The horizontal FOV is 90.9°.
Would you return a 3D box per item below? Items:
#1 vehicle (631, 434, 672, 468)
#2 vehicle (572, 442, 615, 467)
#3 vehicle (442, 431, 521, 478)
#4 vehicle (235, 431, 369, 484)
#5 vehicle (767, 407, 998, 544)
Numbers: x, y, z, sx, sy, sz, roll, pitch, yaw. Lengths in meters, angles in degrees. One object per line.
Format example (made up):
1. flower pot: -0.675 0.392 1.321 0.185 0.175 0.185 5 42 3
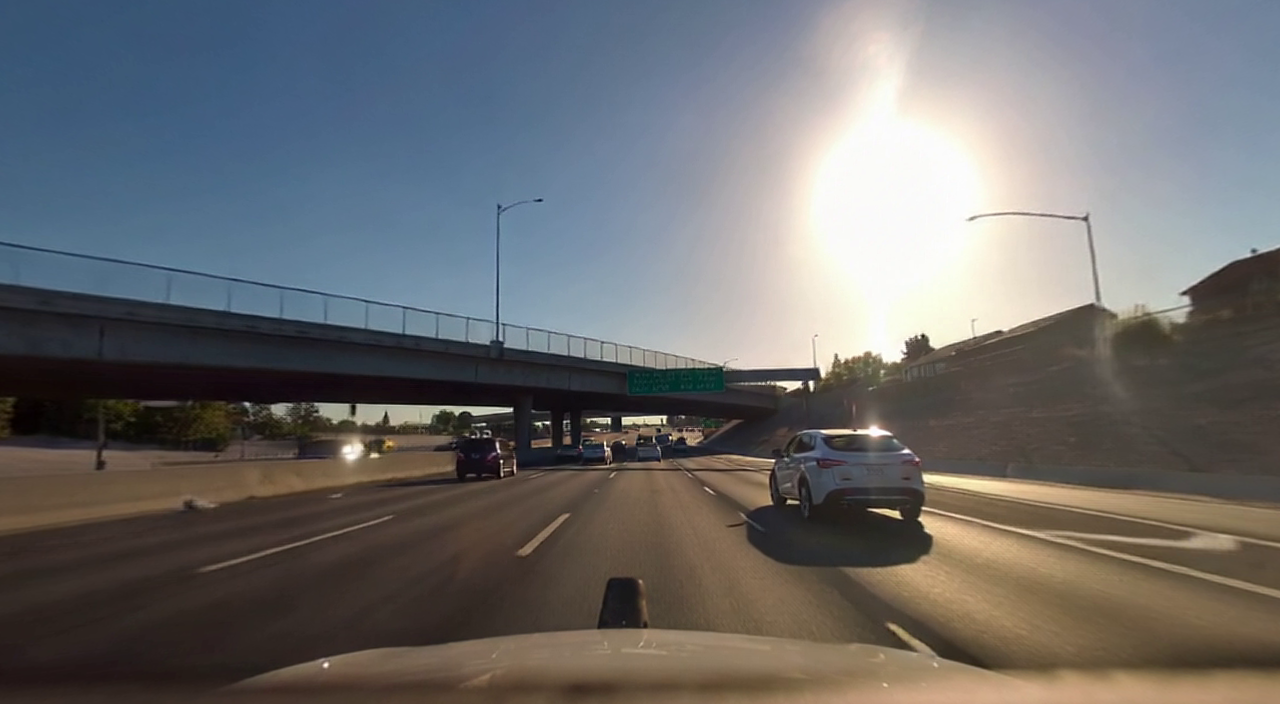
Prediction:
1. vehicle: 0.645 5.462 34.927 2.133 1.739 3.925 0 -8 1
2. vehicle: -2.690 6.057 37.566 2.205 1.406 4.286 0 -8 1
3. vehicle: -6.139 4.037 24.951 1.946 1.688 4.019 0 -8 2
4. vehicle: -12.110 3.821 23.087 2.076 1.701 5.093 0 -8 0
5. vehicle: 3.730 1.990 10.841 2.083 1.823 4.627 0 -8 0
